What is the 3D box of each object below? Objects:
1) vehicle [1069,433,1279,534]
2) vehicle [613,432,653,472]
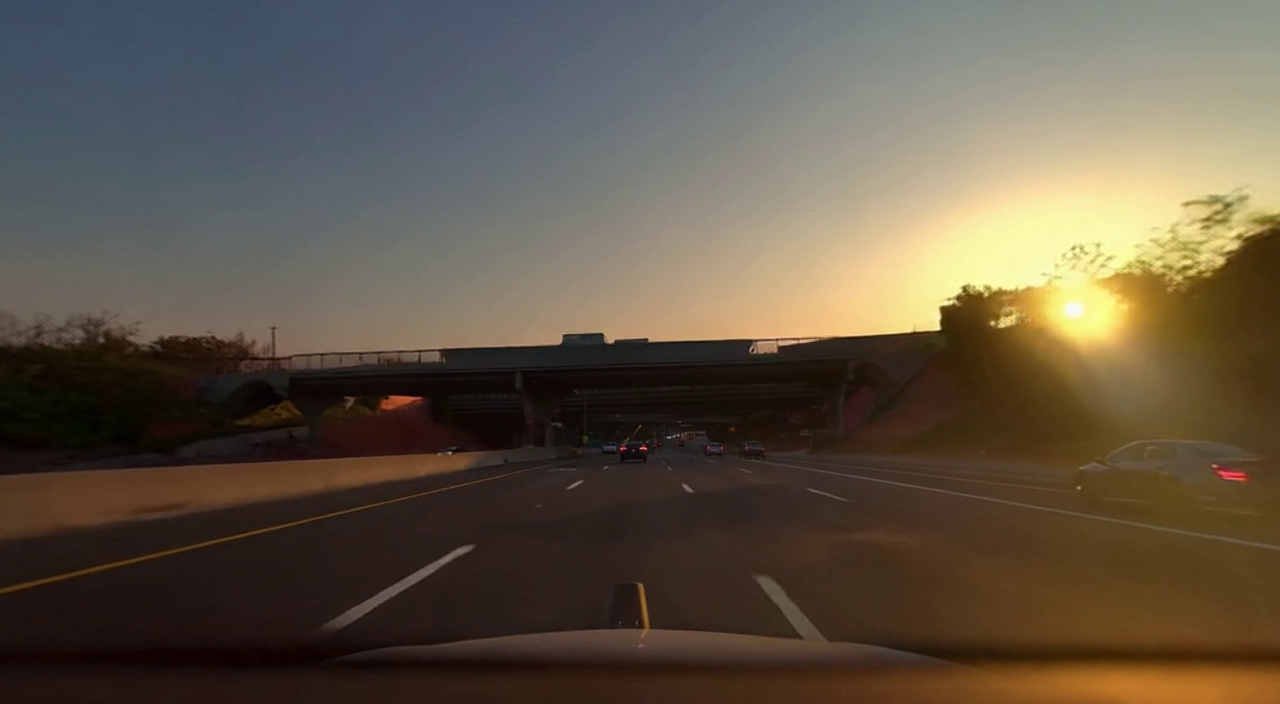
[{"bbox_3d":[10.154,2.206,11.199,1.900,1.432,4.519,0,-8,0],"label":"vehicle"},{"bbox_3d":[-0.282,5.024,31.889,1.893,1.827,4.513,0,-8,1],"label":"vehicle"}]
